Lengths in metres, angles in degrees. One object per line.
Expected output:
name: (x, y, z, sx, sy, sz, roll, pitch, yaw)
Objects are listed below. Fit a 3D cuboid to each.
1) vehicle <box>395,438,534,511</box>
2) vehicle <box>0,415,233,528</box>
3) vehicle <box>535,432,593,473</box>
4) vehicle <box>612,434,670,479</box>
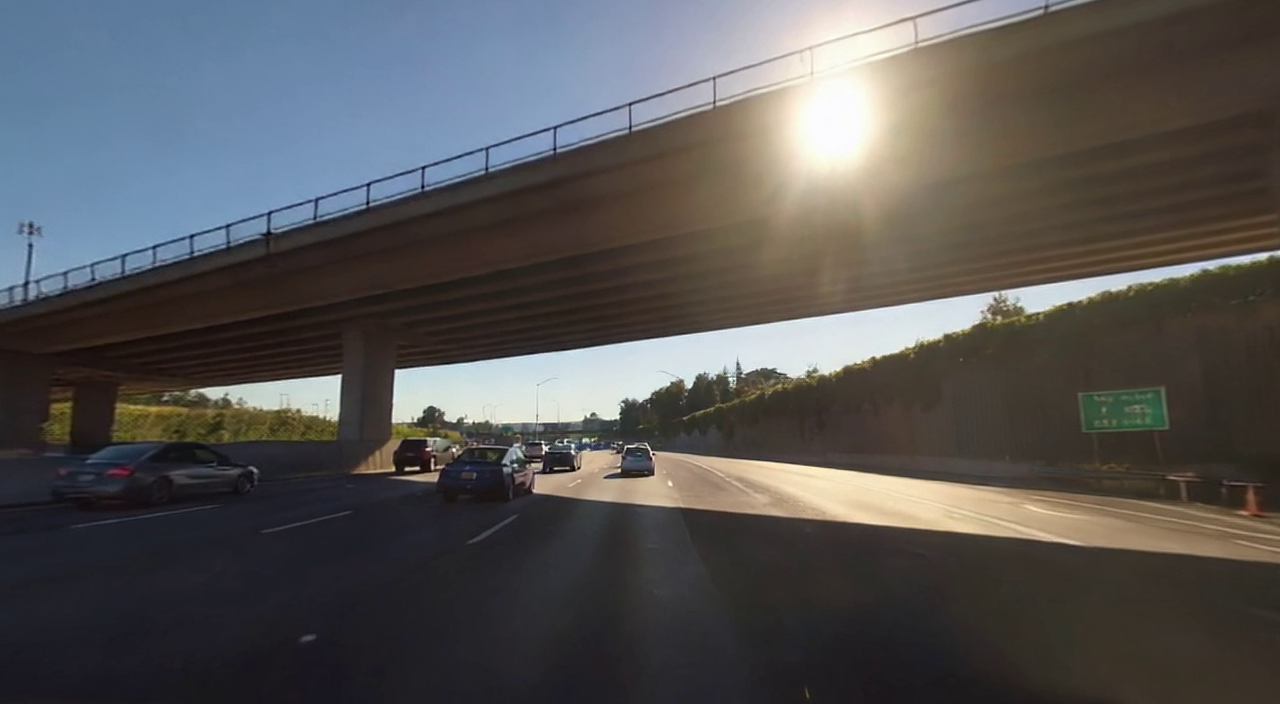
vehicle: (-3.993, 2.845, 15.172, 1.997, 1.490, 4.471, 0, -8, 1)
vehicle: (-11.027, 2.306, 12.735, 2.119, 1.816, 5.019, 0, -8, 0)
vehicle: (-3.649, 4.963, 31.155, 2.237, 1.841, 4.683, 0, -8, 1)
vehicle: (0.044, 4.224, 25.725, 2.160, 1.678, 4.178, 0, -8, 0)
